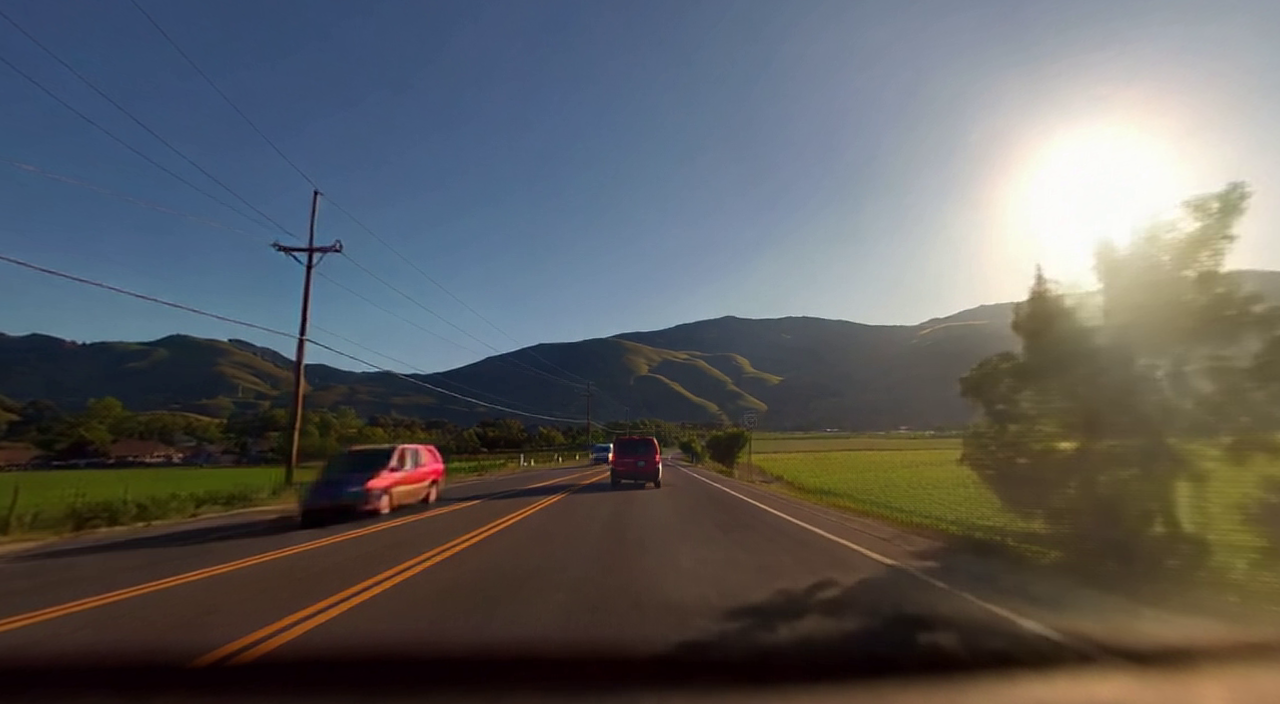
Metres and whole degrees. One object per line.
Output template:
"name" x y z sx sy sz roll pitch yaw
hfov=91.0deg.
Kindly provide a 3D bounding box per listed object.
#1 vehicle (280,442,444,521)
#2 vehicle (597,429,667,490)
"vehicle" -7.191 3.367 16.946 2.120 1.804 4.392 -1 -9 5
"vehicle" -0.246 4.138 24.497 2.454 2.144 4.535 0 -9 1
